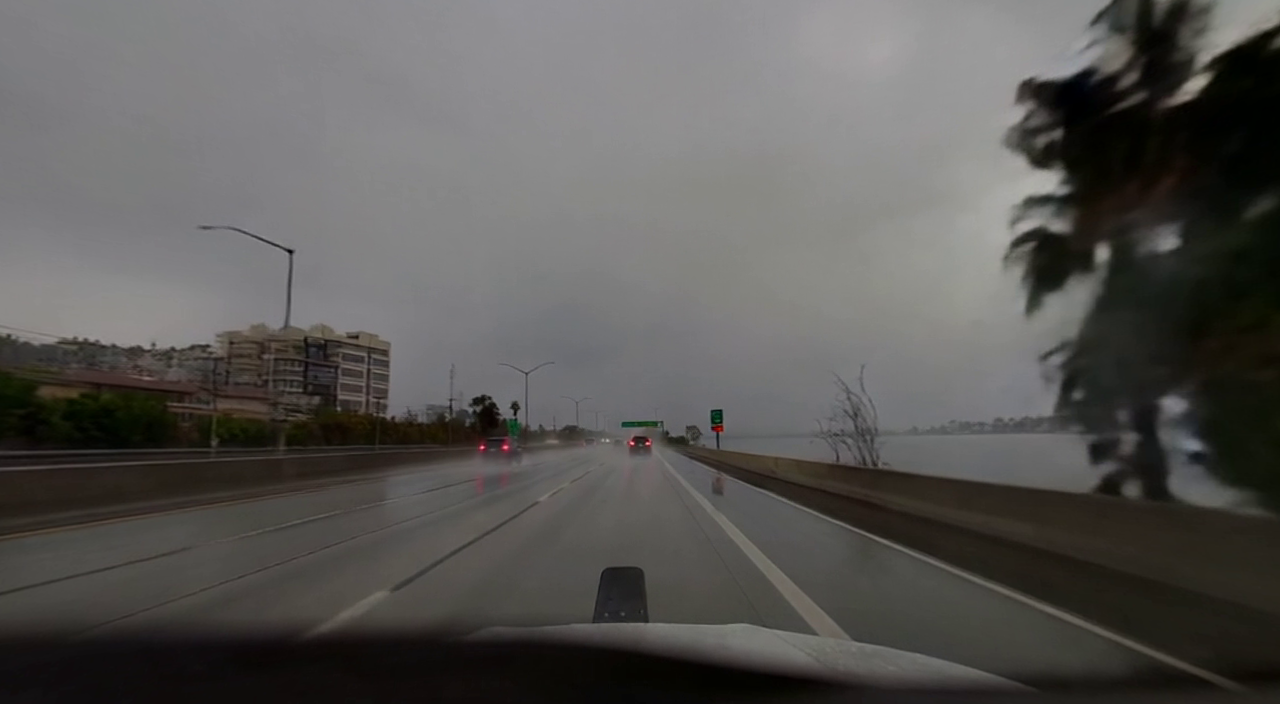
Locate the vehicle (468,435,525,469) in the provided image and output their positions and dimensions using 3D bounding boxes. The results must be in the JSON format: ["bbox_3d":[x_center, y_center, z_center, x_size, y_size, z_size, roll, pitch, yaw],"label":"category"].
[{"bbox_3d":[-7.237,5.093,32.196,1.946,1.590,4.042,0,-8,1],"label":"vehicle"}]
